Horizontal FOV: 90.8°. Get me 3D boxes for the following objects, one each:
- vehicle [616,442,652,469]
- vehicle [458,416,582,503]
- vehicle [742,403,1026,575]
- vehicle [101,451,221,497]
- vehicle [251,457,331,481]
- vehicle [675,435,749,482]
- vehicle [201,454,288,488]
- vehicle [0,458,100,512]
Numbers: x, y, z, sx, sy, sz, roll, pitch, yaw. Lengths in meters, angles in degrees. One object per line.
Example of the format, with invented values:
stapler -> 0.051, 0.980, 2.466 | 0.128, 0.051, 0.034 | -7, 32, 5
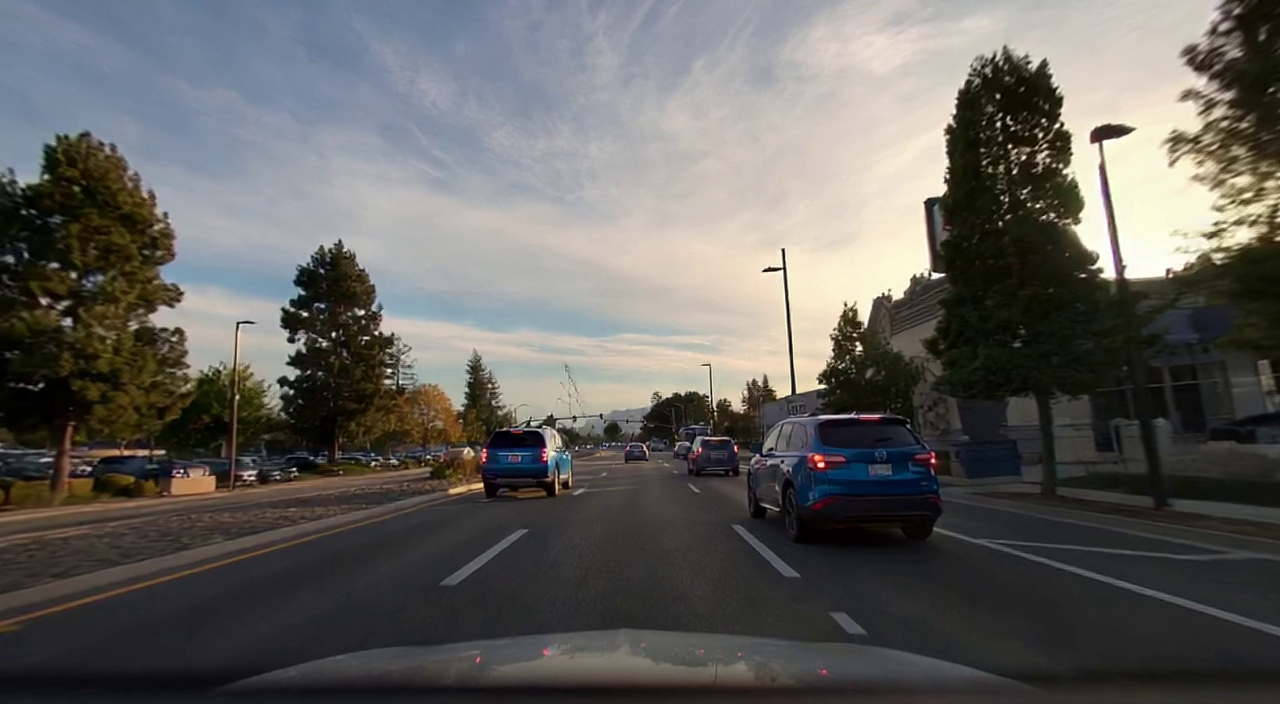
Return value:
vehicle -> -0.359, 5.996, 36.824 | 2.008, 1.464, 4.052 | 0, -8, -1
vehicle -> -3.083, 2.931, 17.644 | 2.368, 2.037, 5.319 | 0, -8, 0
vehicle -> 2.825, 1.700, 8.621 | 2.018, 1.719, 4.369 | 0, -8, -1
vehicle -> -22.431, 5.690, 29.853 | 1.931, 1.908, 4.694 | 0, -8, 0
vehicle -> -23.993, 8.023, 43.494 | 4.607, 1.481, 1.915 | 5, -10, -33
vehicle -> 2.641, 4.079, 24.486 | 2.174, 1.596, 4.779 | 0, -8, -2
vehicle -> -22.242, 6.684, 35.778 | 1.908, 1.711, 4.461 | 0, -8, 1
vehicle -> -22.361, 4.791, 22.770 | 1.836, 1.696, 4.517 | -4, -9, -1
